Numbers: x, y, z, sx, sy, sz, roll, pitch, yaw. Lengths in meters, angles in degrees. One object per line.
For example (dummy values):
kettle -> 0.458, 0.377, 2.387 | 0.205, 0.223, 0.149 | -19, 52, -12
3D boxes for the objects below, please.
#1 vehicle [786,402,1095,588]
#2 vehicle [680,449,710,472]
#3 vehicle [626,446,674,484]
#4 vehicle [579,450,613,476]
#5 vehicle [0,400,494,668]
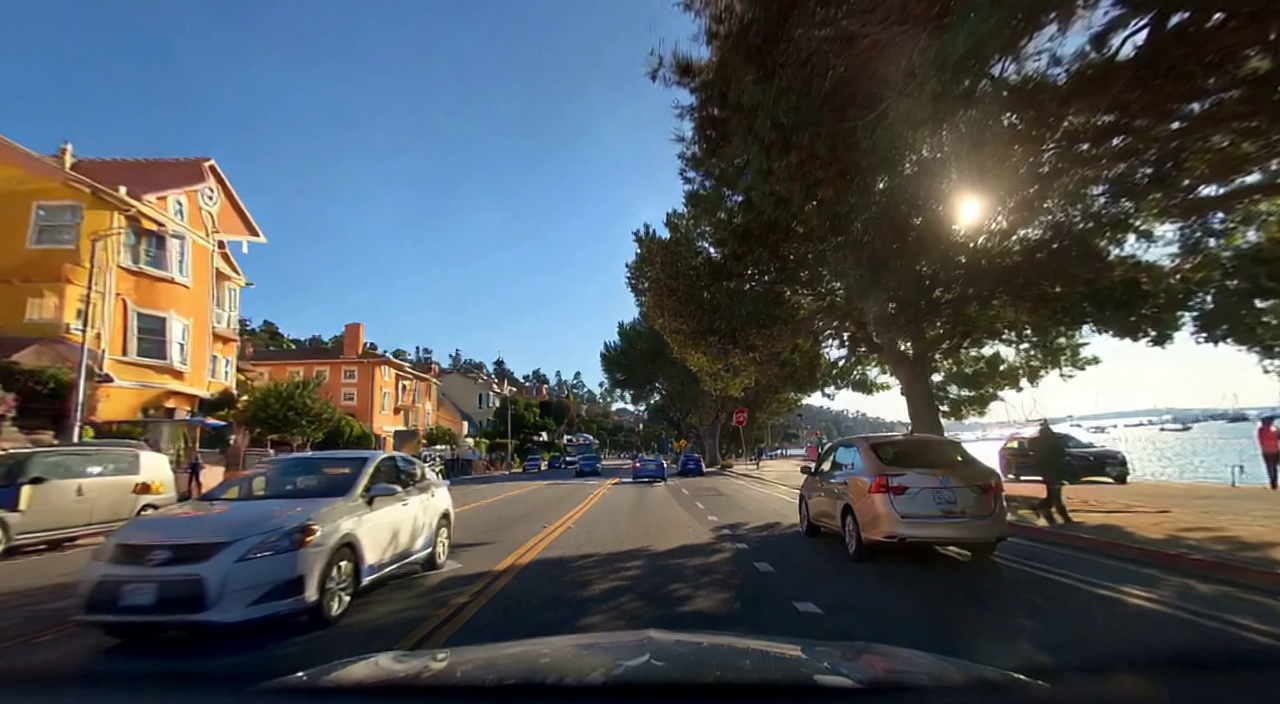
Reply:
vehicle -> 3.484, 1.749, 8.492 | 2.000, 1.809, 4.405 | -1, -9, 1
vehicle -> 3.989, 7.932, 46.288 | 1.876, 1.626, 3.851 | 0, -9, -1
vehicle -> 0.449, 5.325, 30.032 | 2.132, 1.632, 3.838 | 0, -9, 0
vehicle -> -2.945, 7.443, 42.556 | 1.893, 1.583, 4.107 | -1, -9, 1
vehicle -> -3.053, 1.498, 6.293 | 2.125, 1.701, 4.310 | -1, -9, 0
